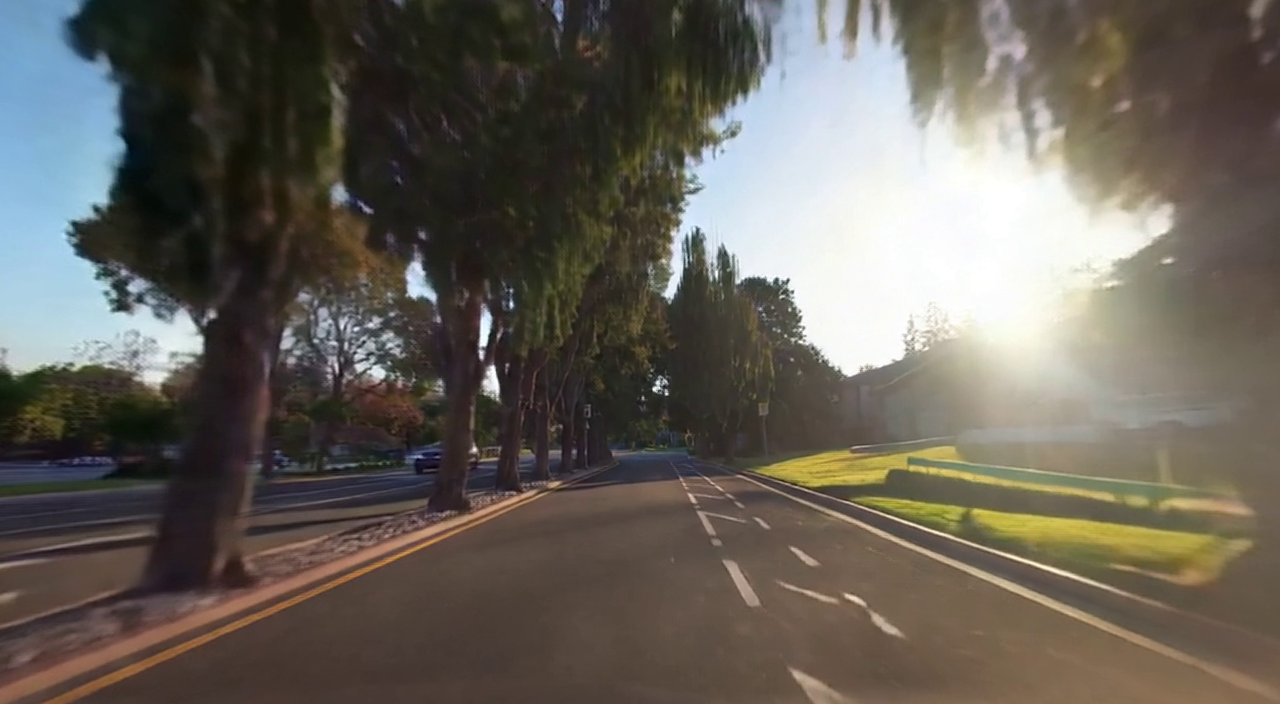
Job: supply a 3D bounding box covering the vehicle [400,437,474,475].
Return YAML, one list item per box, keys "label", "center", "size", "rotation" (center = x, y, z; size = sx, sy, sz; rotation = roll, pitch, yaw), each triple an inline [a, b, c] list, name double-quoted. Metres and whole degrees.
- label: "vehicle"
  center: [-11.010, 5.678, 34.665]
  size: [2.336, 1.905, 4.908]
  rotation: [0, -8, 1]
